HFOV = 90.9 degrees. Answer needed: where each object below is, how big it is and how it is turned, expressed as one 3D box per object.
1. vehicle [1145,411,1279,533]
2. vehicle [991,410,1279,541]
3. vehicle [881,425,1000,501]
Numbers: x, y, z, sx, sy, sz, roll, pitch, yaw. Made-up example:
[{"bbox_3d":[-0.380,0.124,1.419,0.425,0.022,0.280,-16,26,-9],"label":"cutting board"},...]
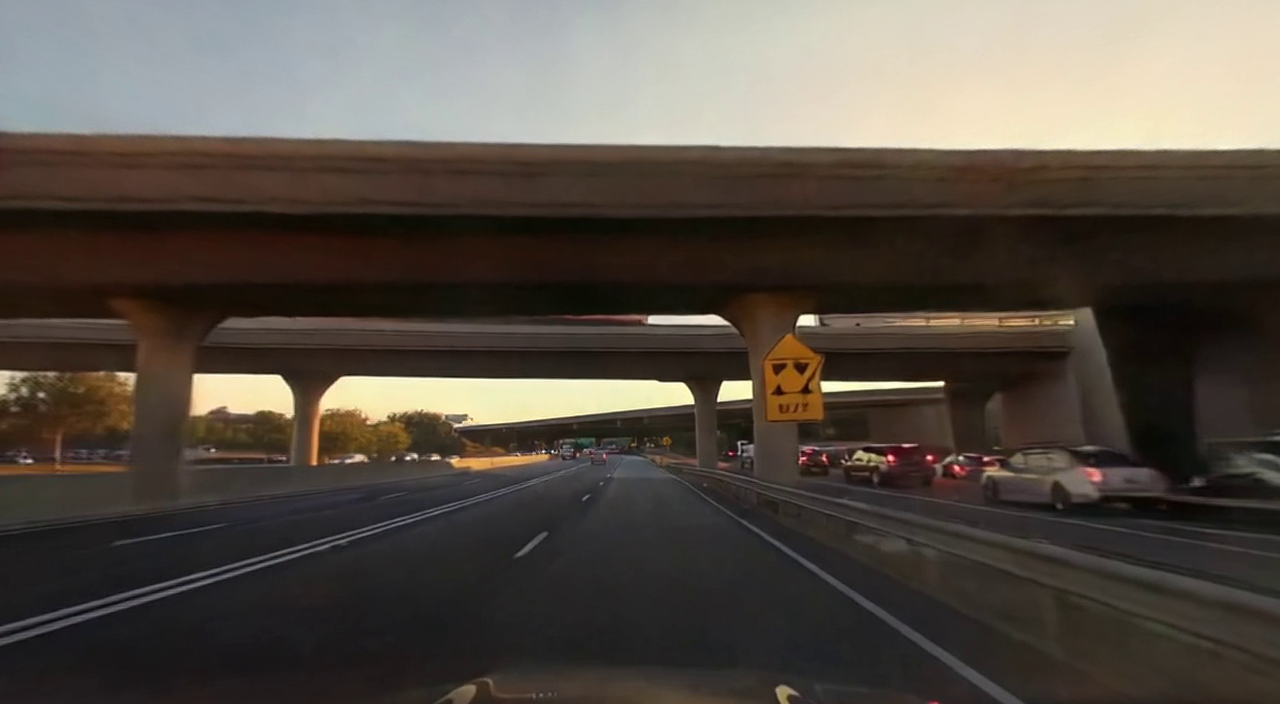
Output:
[{"bbox_3d":[18.770,3.344,17.650,2.930,3.278,7.511,0,-9,0],"label":"vehicle"},{"bbox_3d":[15.983,3.976,21.339,2.752,3.433,9.030,0,-9,-1],"label":"vehicle"},{"bbox_3d":[15.945,5.922,34.372,2.391,3.553,8.914,0,-9,2],"label":"vehicle"}]
